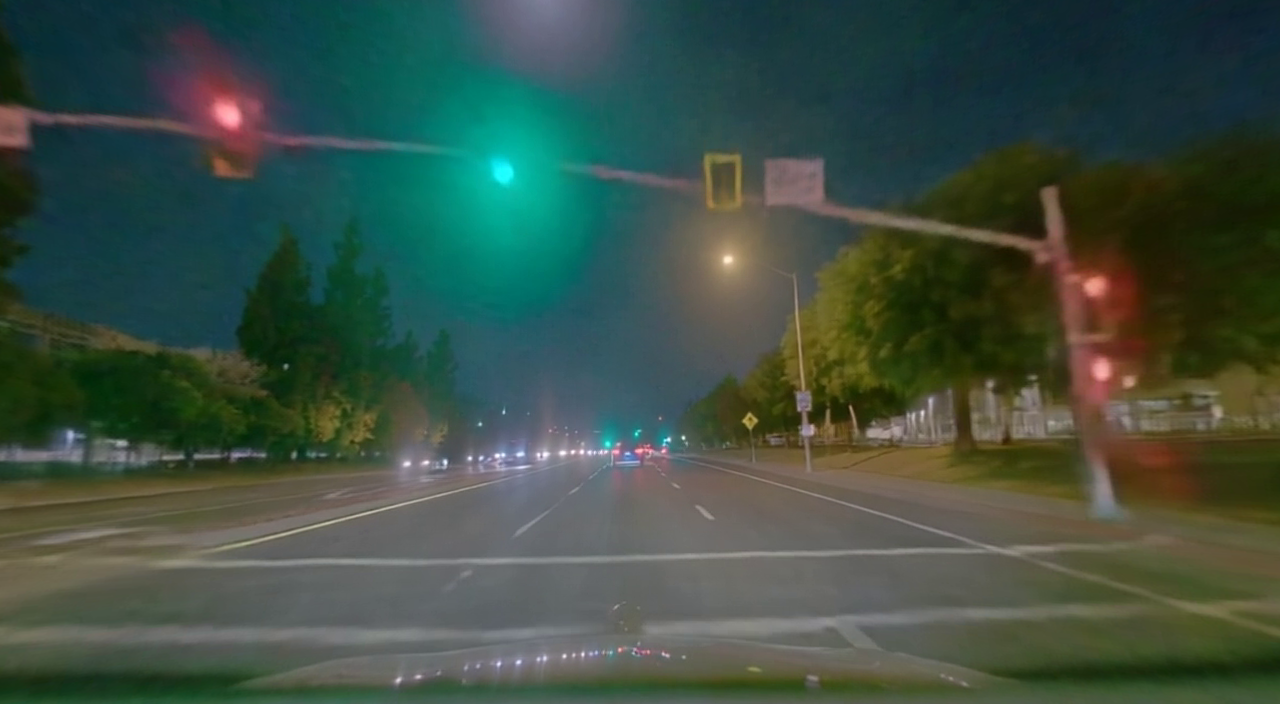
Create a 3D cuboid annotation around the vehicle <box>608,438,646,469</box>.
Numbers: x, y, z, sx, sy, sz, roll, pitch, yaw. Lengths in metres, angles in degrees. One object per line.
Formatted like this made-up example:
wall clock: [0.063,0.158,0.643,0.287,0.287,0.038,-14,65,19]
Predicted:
vehicle: [-0.741,6.081,37.901,2.174,1.703,4.231,0,-9,0]
